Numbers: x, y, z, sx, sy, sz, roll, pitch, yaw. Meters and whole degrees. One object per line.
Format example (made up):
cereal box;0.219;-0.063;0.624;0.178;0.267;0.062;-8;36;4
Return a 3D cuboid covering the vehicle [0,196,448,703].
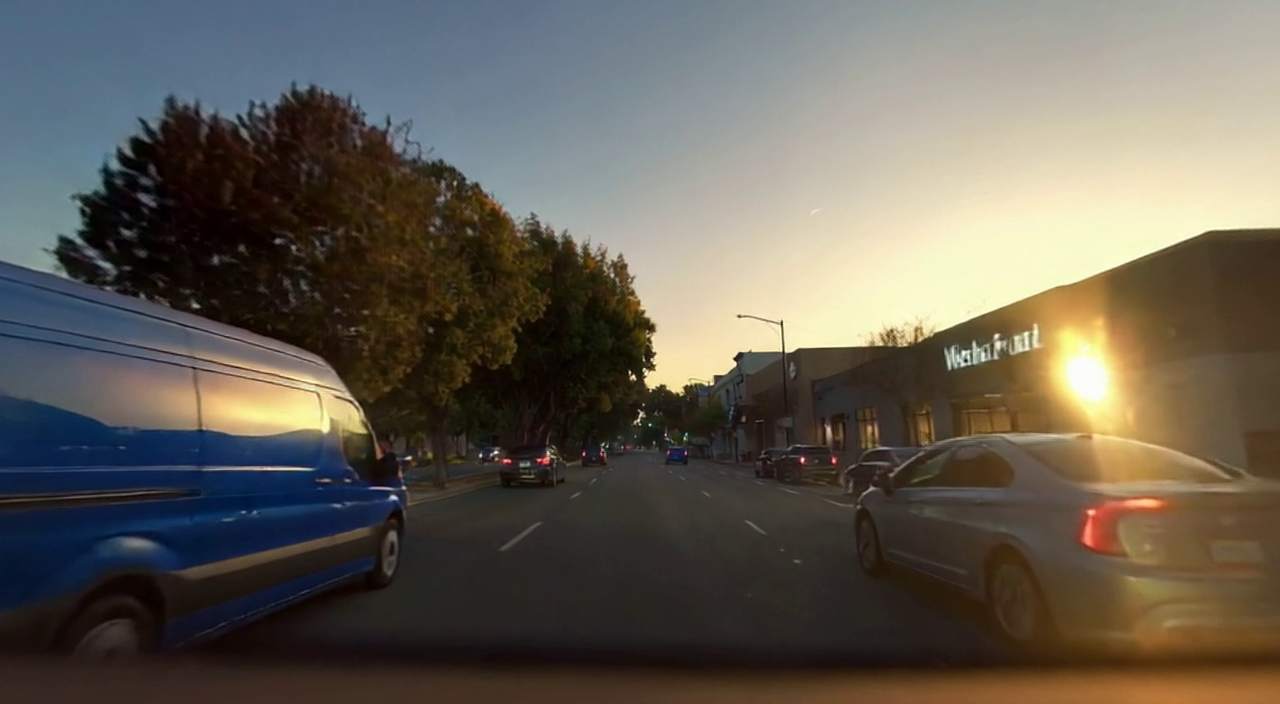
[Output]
vehicle;-3.423;0.842;4.096;2.490;2.153;5.594;0;-9;1

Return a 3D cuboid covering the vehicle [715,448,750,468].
vehicle;6.791;7.791;46.670;1.896;1.442;4.305;0;-9;-1

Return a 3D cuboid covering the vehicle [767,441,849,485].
vehicle;6.671;4.453;25.567;1.983;1.618;4.108;0;-9;-4

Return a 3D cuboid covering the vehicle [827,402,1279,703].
vehicle;3.227;1.301;4.951;2.021;1.491;4.563;0;-9;-1

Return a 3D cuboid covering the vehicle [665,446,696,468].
vehicle;2.882;7.576;45.841;1.961;1.482;4.538;0;-9;-1

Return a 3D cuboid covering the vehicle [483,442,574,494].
vehicle;-3.458;3.682;20.430;2.060;1.466;4.387;0;-9;1

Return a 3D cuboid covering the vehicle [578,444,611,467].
vehicle;-3.453;8.001;48.903;2.145;1.694;4.642;0;-9;1
